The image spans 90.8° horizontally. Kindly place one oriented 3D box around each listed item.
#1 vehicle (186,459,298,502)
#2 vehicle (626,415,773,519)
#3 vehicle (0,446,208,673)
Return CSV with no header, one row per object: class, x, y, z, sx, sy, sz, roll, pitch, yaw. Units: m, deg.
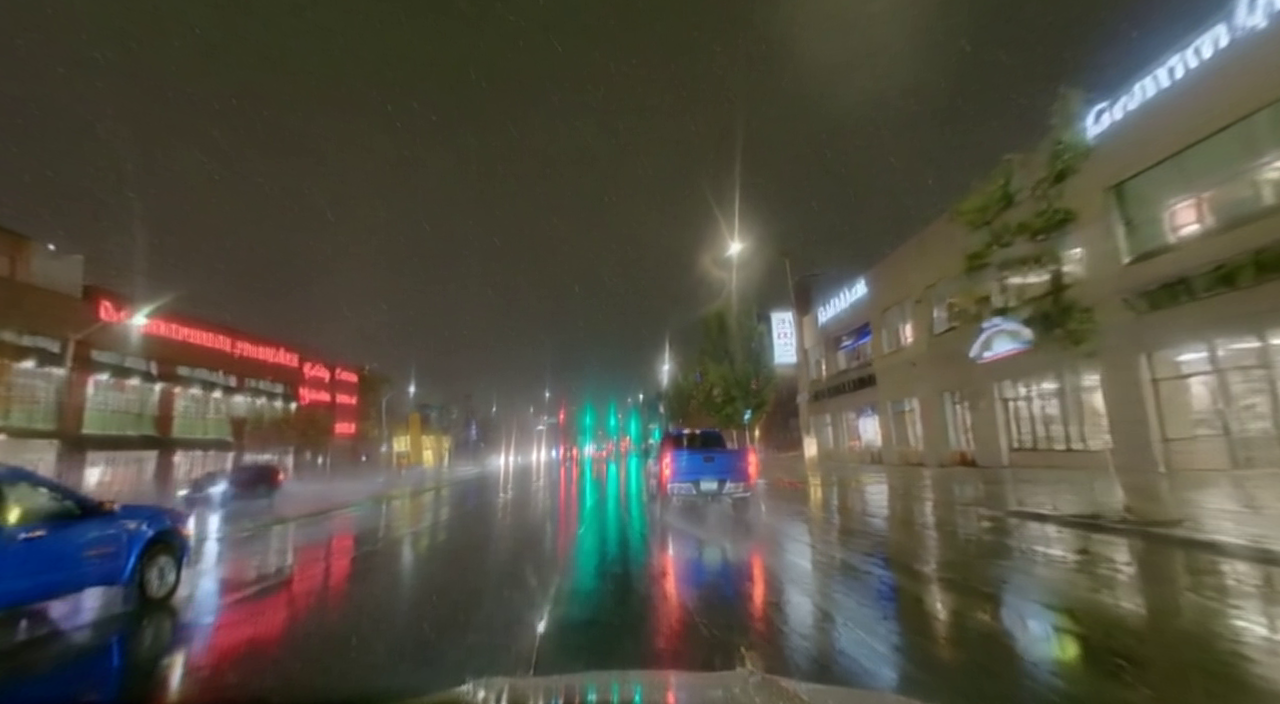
vehicle,-16.557,5.344,26.609,1.955,1.562,4.340,0,-9,-1
vehicle,1.077,2.625,14.942,2.590,1.932,5.776,0,-9,-3
vehicle,-5.001,1.270,3.656,1.888,1.424,4.553,0,-9,-2
